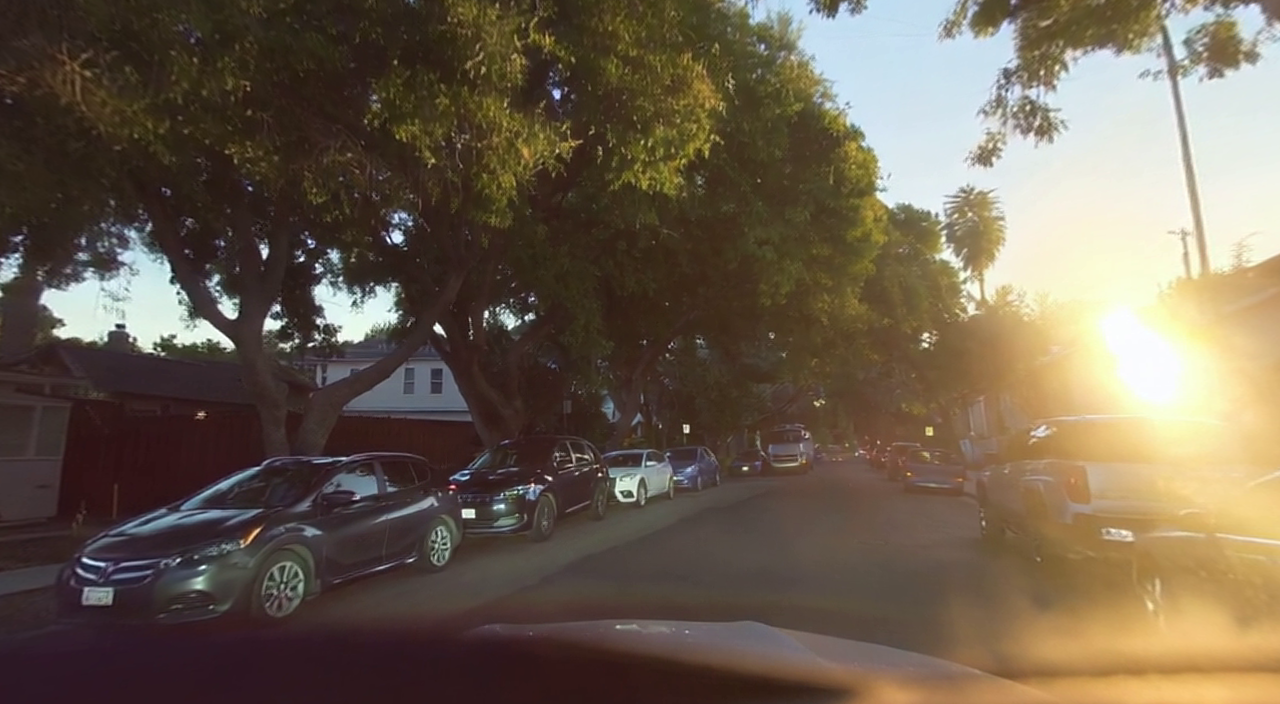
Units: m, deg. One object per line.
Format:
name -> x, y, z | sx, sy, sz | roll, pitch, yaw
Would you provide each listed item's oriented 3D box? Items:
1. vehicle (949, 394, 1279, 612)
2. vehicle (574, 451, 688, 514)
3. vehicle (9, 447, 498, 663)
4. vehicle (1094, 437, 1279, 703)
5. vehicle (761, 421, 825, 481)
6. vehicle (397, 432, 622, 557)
vehicle -> 5.688, 1.691, 8.059 | 2.182, 1.900, 4.779 | -2, -9, 15
vehicle -> -0.076, 3.593, 17.957 | 1.861, 1.474, 4.749 | -3, -9, 17
vehicle -> -3.482, 1.815, 6.936 | 1.855, 1.510, 4.406 | -2, -9, 15
vehicle -> 4.279, 1.128, 2.929 | 1.992, 1.456, 4.610 | -2, -9, 16
vehicle -> 8.401, 5.299, 34.181 | 2.716, 2.887, 6.781 | -2, -9, 18
vehicle -> -2.083, 2.504, 12.026 | 2.203, 1.815, 4.972 | -2, -9, 14
